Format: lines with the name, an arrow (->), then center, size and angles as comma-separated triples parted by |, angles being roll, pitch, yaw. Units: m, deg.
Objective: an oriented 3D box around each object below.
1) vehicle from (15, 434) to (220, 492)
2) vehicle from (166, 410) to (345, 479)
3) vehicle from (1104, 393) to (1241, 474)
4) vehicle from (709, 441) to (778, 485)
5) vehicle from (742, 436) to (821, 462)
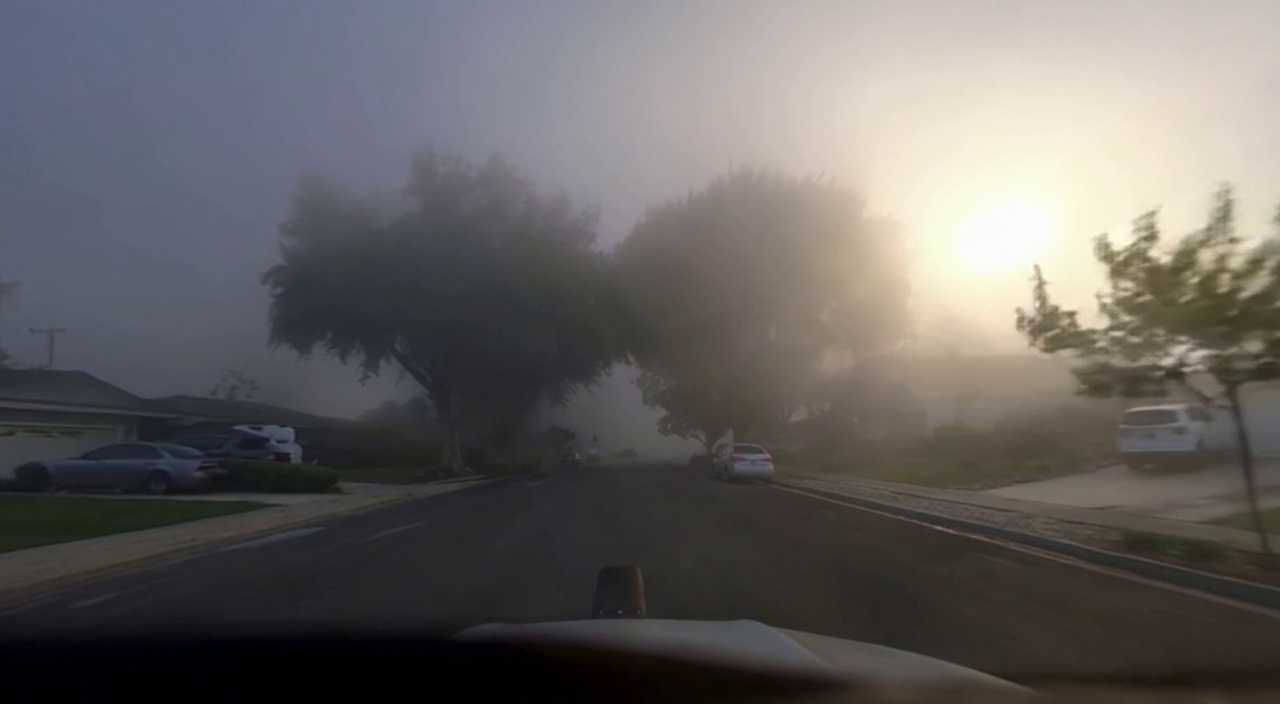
vehicle -> -15.710, 3.322, 19.200 | 2.018, 1.534, 4.253 | -5, -10, 28
vehicle -> -16.683, 4.059, 27.503 | 6.381, 2.645, 2.703 | -4, -9, 10
vehicle -> 14.876, 2.366, 17.922 | 2.222, 1.963, 4.670 | -6, -10, 32
vehicle -> 3.935, 4.276, 24.607 | 2.011, 1.521, 4.292 | 0, -8, 1
vehicle -> 10.277, 7.069, 46.014 | 5.227, 1.813, 2.136 | -1, -9, 1
